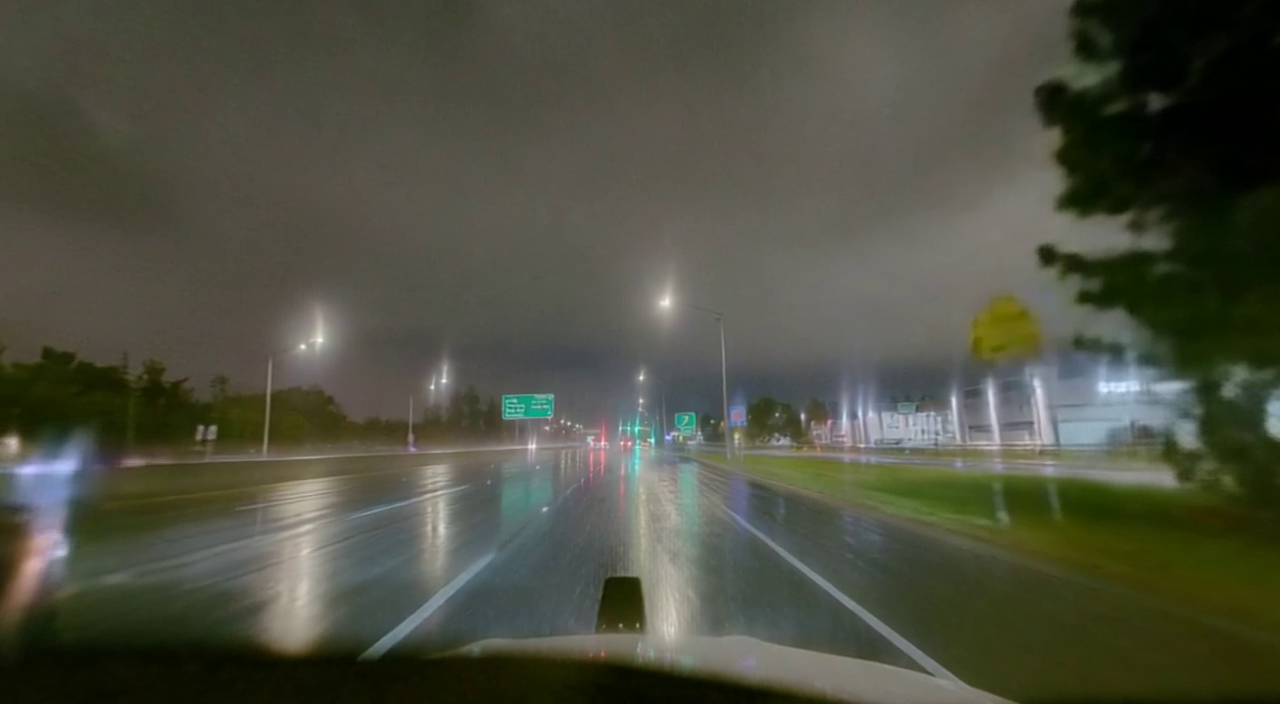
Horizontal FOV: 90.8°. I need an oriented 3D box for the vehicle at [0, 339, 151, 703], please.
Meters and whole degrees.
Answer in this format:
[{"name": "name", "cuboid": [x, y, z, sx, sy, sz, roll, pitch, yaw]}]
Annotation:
[{"name": "vehicle", "cuboid": [-3.815, 0.603, 1.111, 2.150, 1.761, 4.697, 0, -8, -1]}]
